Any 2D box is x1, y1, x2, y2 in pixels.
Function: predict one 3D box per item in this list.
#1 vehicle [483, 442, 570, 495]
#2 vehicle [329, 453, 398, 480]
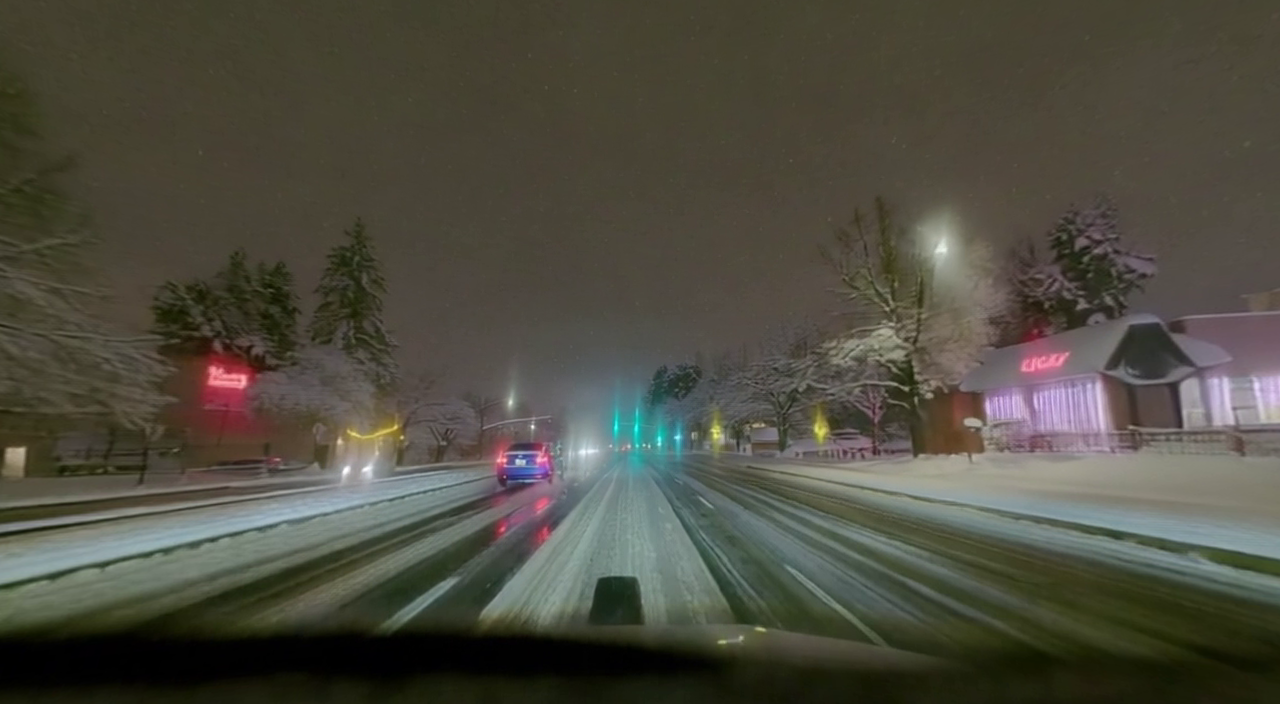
[{"bbox_3d":[-3.452,3.626,20.047,2.005,1.477,4.169,0,-8,0],"label":"vehicle"},{"bbox_3d":[-16.567,6.876,38.179,2.029,1.453,4.708,0,-8,0],"label":"vehicle"}]
